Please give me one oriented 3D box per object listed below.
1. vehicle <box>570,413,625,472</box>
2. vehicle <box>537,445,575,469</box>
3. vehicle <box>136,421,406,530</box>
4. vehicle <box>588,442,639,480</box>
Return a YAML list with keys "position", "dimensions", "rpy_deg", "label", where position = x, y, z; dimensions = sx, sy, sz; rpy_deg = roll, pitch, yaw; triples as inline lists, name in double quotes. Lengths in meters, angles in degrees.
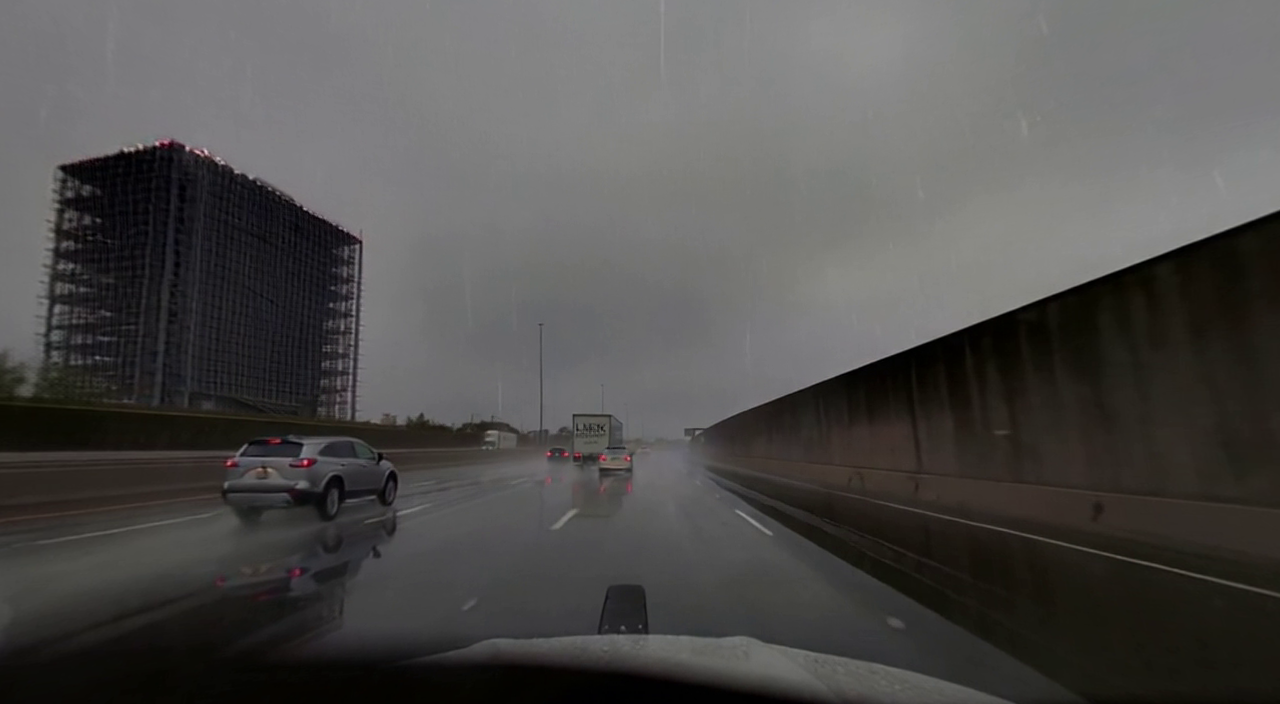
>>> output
- position: [-2.611, 6.015, 41.668]
  dimensions: [2.794, 3.460, 8.595]
  rpy_deg: [0, -9, 1]
  label: "vehicle"
- position: [-6.197, 7.775, 47.010]
  dimensions: [2.124, 1.674, 4.541]
  rpy_deg: [0, -9, 1]
  label: "vehicle"
- position: [-7.056, 2.433, 13.015]
  dimensions: [2.401, 1.759, 5.126]
  rpy_deg: [0, -9, 1]
  label: "vehicle"
- position: [-1.155, 4.914, 28.575]
  dimensions: [2.168, 1.597, 3.615]
  rpy_deg: [0, -9, -1]
  label: "vehicle"
